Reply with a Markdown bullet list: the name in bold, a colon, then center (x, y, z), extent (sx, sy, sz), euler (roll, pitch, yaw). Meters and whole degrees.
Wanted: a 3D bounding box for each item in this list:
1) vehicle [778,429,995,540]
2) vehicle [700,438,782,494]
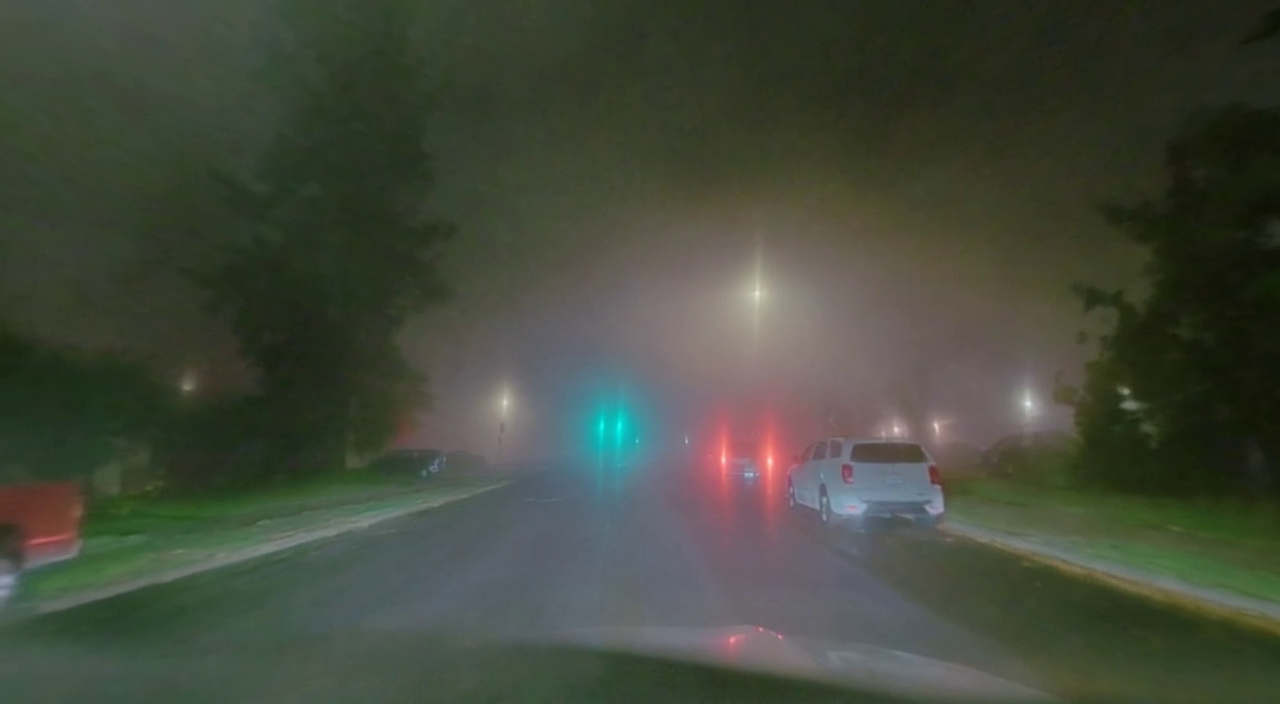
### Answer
- **vehicle**: center (4.084, 2.271, 11.537), extent (2.043, 1.585, 4.687), euler (0, -8, 0)
- **vehicle**: center (3.156, 3.661, 20.715), extent (2.037, 1.595, 4.536), euler (0, -8, 1)
